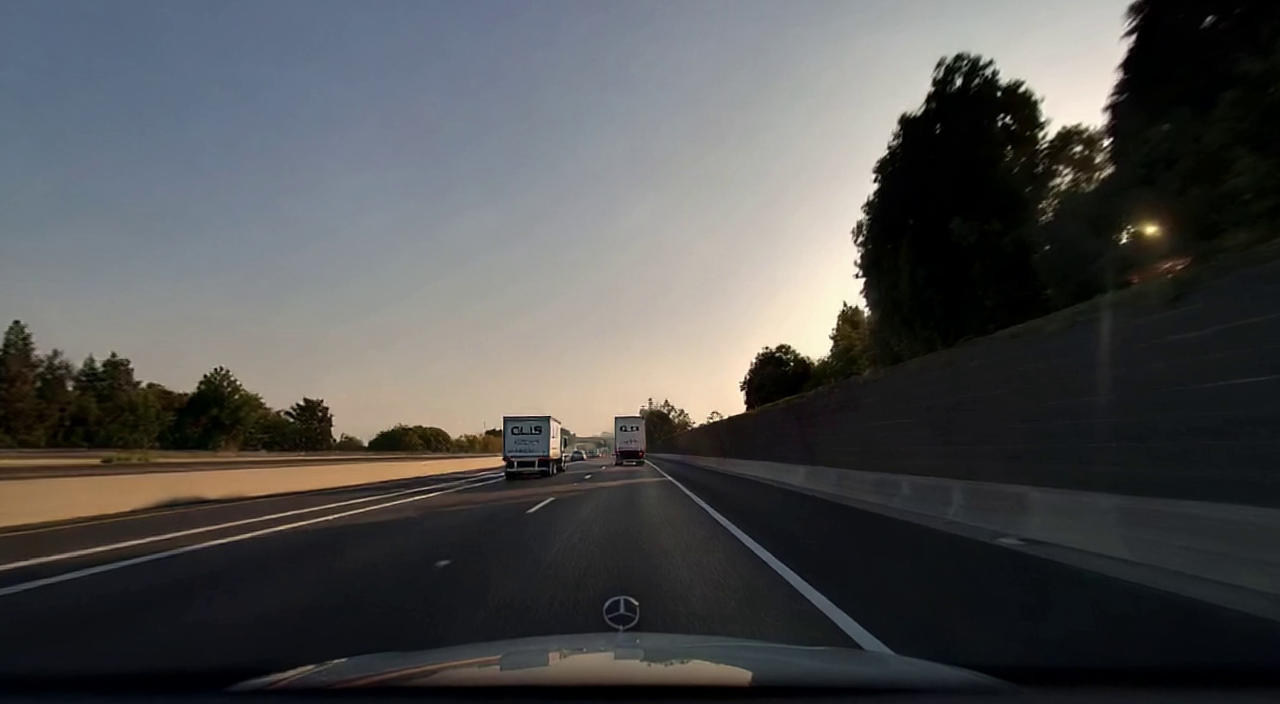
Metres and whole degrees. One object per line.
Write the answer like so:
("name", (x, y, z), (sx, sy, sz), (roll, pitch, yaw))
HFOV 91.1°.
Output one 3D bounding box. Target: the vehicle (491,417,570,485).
("vehicle", (-4.757, 4.444, 28.388), (2.529, 2.697, 5.935), (0, -9, 0))
